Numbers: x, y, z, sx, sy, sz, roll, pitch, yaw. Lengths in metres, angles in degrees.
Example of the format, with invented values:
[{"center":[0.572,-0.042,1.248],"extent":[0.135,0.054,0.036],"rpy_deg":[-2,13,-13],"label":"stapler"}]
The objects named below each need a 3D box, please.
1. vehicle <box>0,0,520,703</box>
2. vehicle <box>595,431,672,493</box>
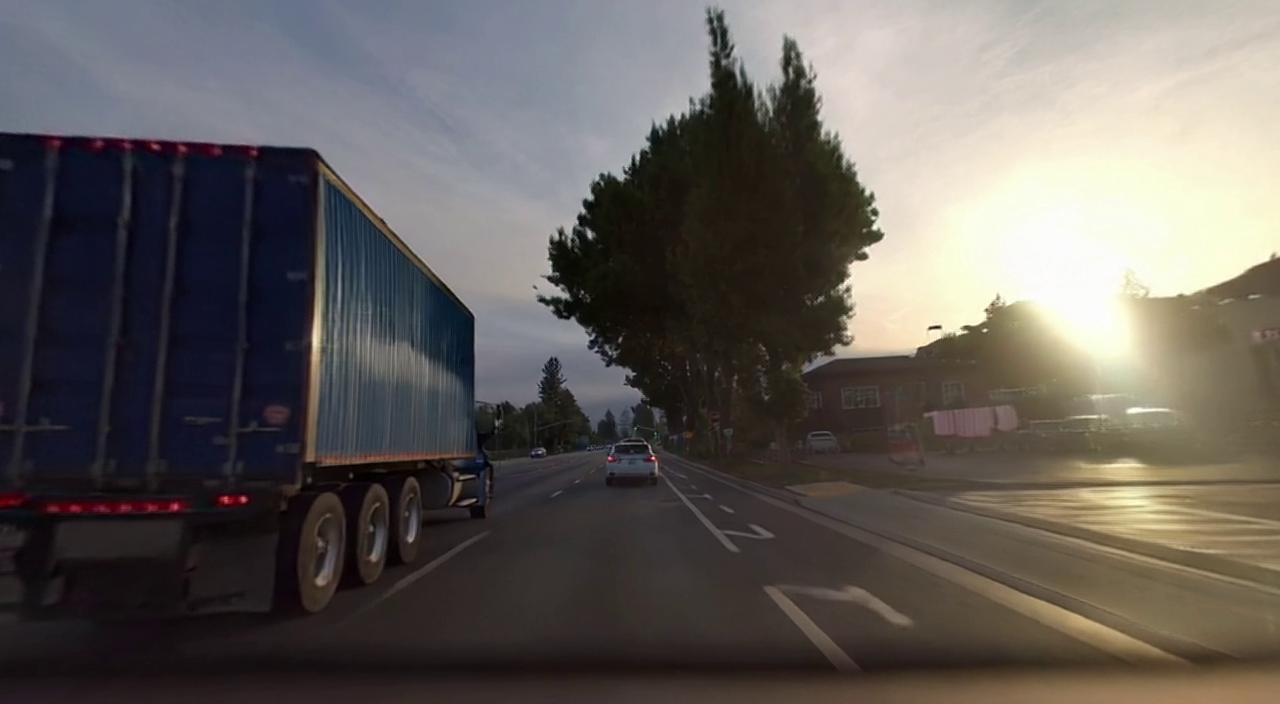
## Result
[{"center":[-3.894,0.417,7.389],"extent":[2.996,3.902,10.410],"rpy_deg":[0,-8,-1],"label":"vehicle"},{"center":[-0.222,3.303,19.323],"extent":[2.094,1.682,3.866],"rpy_deg":[0,-8,-1],"label":"vehicle"}]
